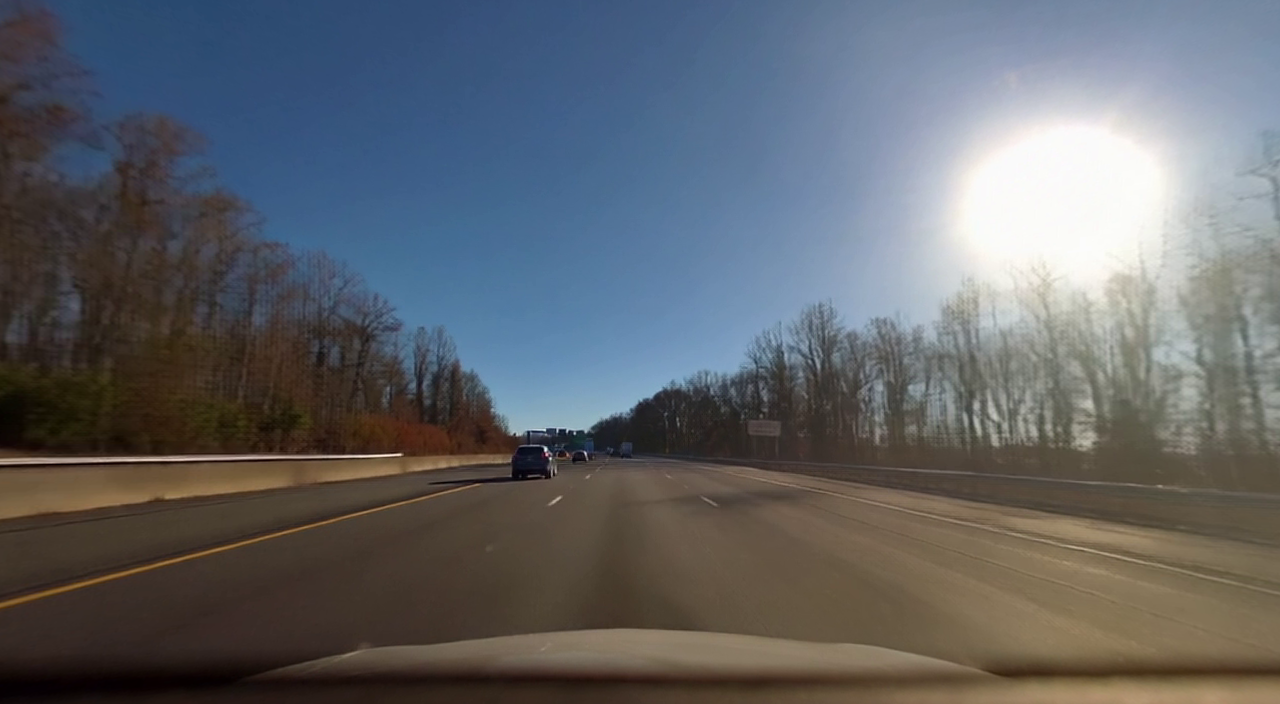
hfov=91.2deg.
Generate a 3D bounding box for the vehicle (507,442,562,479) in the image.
[{"bbox_3d":[-5.300,5.500,32.021,2.151,1.693,4.201,0,-9,-1],"label":"vehicle"}]
